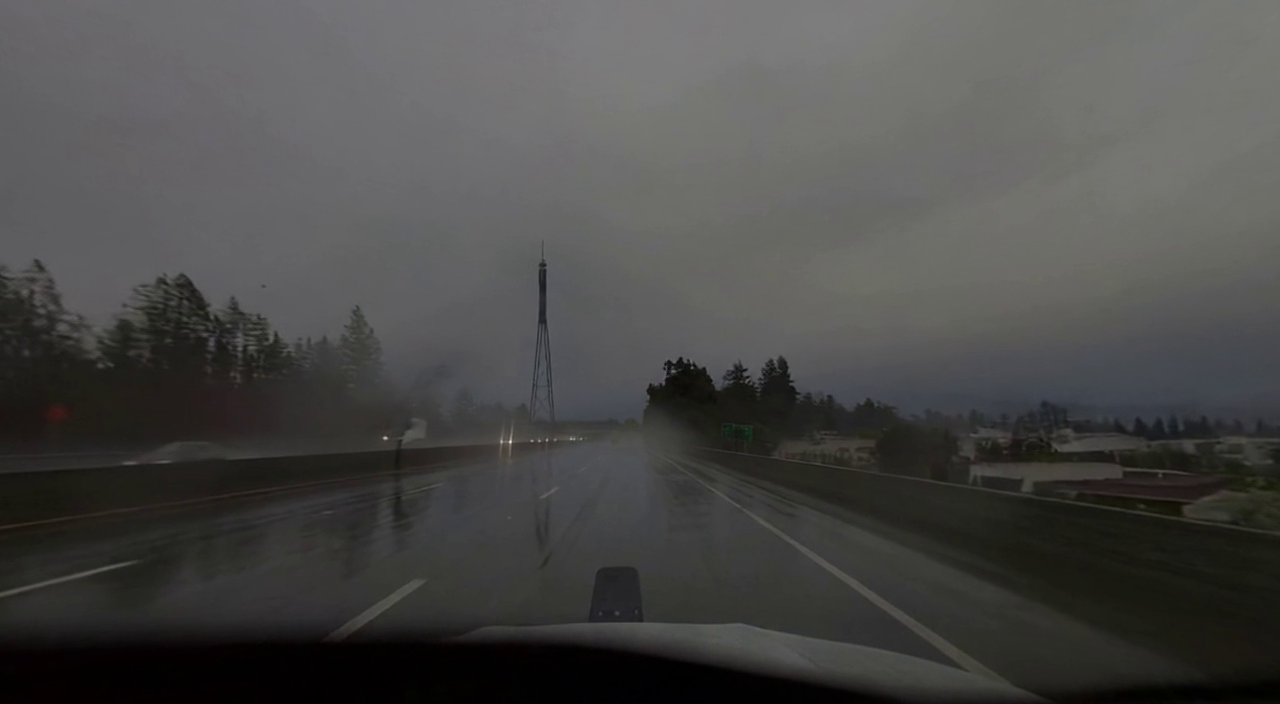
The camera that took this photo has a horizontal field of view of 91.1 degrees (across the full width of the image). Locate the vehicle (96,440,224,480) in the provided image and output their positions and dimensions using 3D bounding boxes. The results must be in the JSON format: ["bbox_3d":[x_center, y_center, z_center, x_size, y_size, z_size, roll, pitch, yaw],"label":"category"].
[{"bbox_3d":[-20.583,4.613,27.255,1.903,1.517,4.590,0,-8,0],"label":"vehicle"}]
